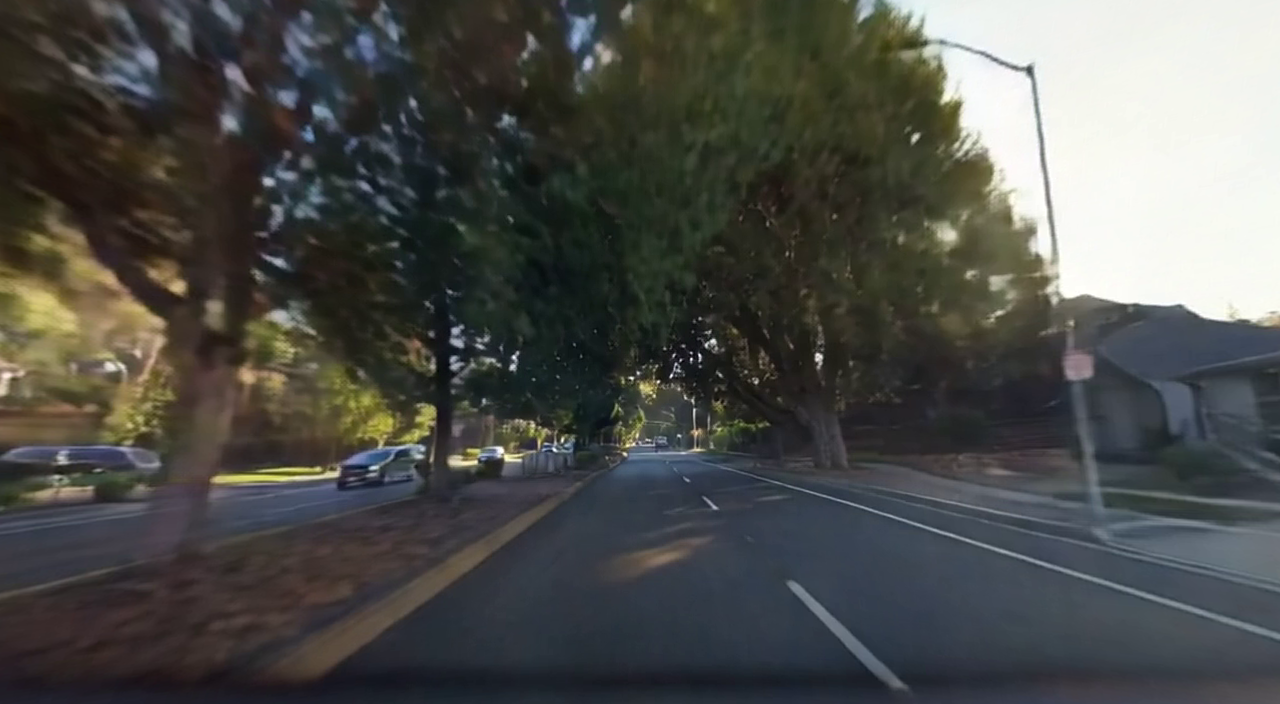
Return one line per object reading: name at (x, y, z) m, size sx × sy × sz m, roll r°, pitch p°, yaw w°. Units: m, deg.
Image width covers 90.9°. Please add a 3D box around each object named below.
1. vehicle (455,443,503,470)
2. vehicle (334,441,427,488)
vehicle at (-10.211, 6.635, 40.336) m, size 1.913 × 1.641 × 4.243 m, roll 0°, pitch -8°, yaw 1°
vehicle at (-10.090, 4.363, 24.877) m, size 1.962 × 1.680 × 3.925 m, roll 0°, pitch -8°, yaw 1°
